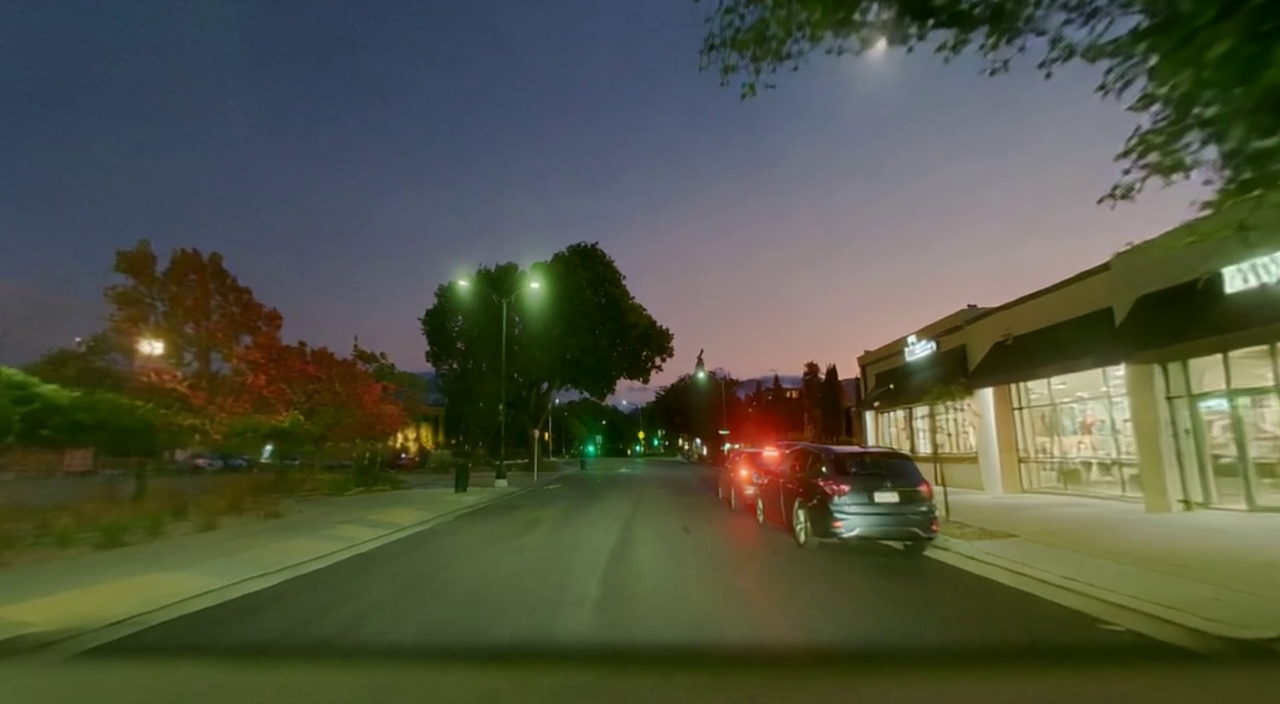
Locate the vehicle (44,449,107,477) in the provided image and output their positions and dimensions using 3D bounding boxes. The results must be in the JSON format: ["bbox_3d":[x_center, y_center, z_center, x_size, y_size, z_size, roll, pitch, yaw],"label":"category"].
[{"bbox_3d":[-36.967,7.222,41.337,4.157,1.687,2.419,-8,-13,41],"label":"vehicle"}]

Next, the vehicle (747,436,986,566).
[{"bbox_3d":[3.100,2.153,9.913,2.064,1.532,4.596,0,-9,0],"label":"vehicle"}]
